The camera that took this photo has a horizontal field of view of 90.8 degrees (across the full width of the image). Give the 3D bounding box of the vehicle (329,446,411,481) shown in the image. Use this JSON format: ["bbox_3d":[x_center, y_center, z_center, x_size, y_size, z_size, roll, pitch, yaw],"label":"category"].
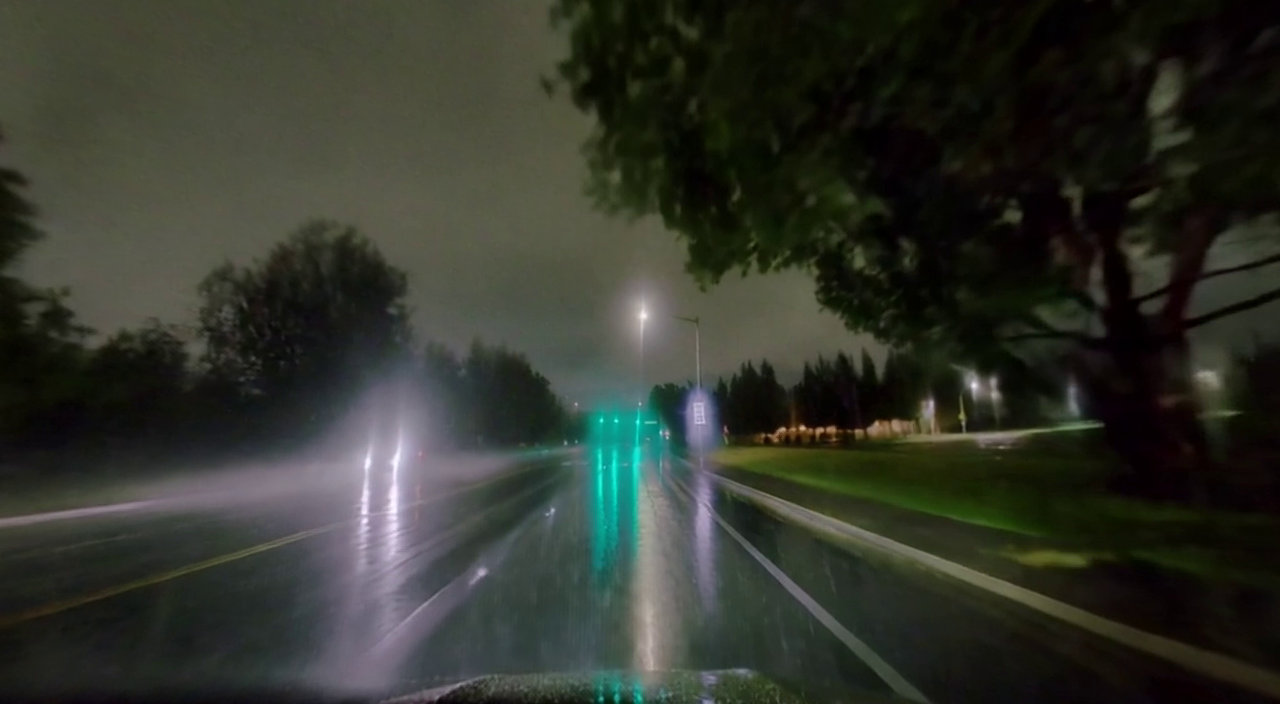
[{"bbox_3d":[-13.271,5.487,31.365,2.078,1.573,4.533,0,-8,0],"label":"vehicle"}]
